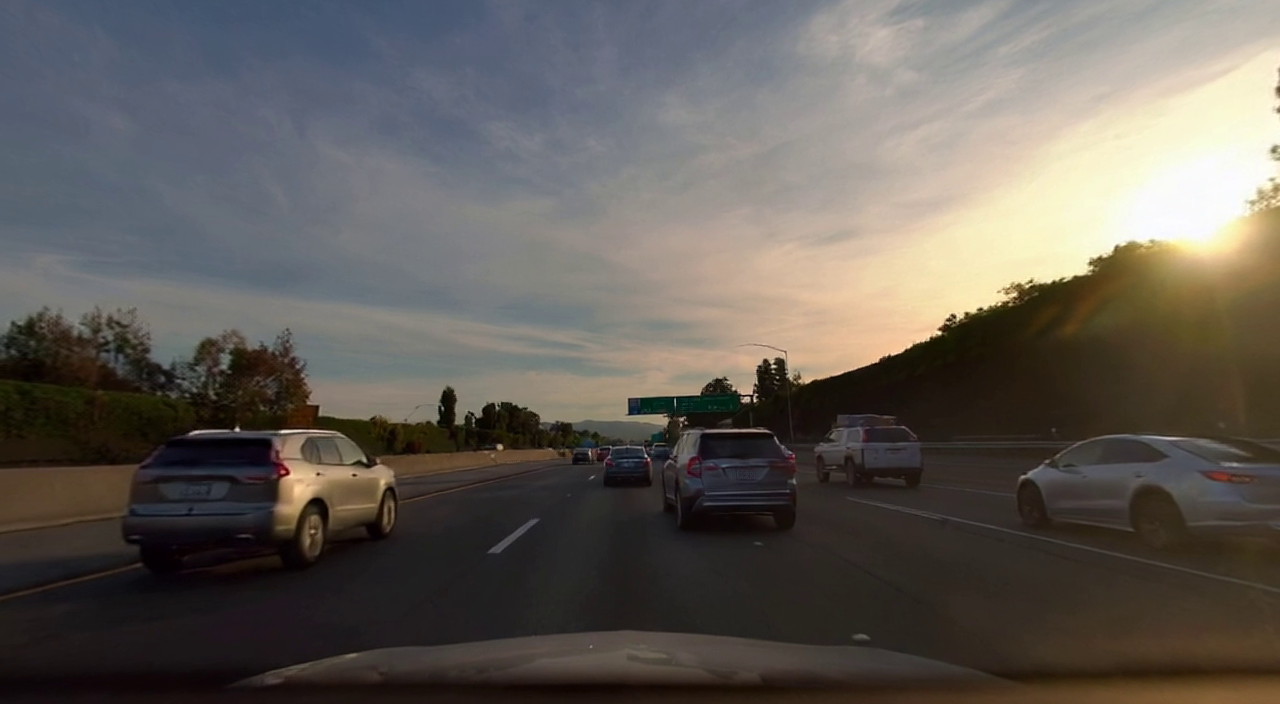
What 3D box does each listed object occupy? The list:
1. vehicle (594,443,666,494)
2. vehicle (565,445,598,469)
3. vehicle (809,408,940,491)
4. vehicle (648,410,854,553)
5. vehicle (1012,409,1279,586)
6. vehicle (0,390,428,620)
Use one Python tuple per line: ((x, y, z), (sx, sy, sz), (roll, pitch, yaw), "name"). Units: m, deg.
((-0.277, 3.834, 21.045), (2.157, 1.495, 4.038), (0, -9, 1), "vehicle")
((-4.175, 7.562, 45.390), (1.889, 1.600, 4.043), (0, -9, 1), "vehicle")
((7.840, 3.380, 21.925), (2.390, 2.503, 5.788), (0, -9, 1), "vehicle")
((1.399, 1.909, 9.837), (2.230, 1.740, 3.976), (1, -9, -4), "vehicle")
((6.982, 1.655, 7.790), (1.972, 1.647, 4.429), (0, -9, -1), "vehicle")
((-4.285, 1.525, 7.217), (2.047, 1.755, 4.638), (0, -9, 0), "vehicle")
